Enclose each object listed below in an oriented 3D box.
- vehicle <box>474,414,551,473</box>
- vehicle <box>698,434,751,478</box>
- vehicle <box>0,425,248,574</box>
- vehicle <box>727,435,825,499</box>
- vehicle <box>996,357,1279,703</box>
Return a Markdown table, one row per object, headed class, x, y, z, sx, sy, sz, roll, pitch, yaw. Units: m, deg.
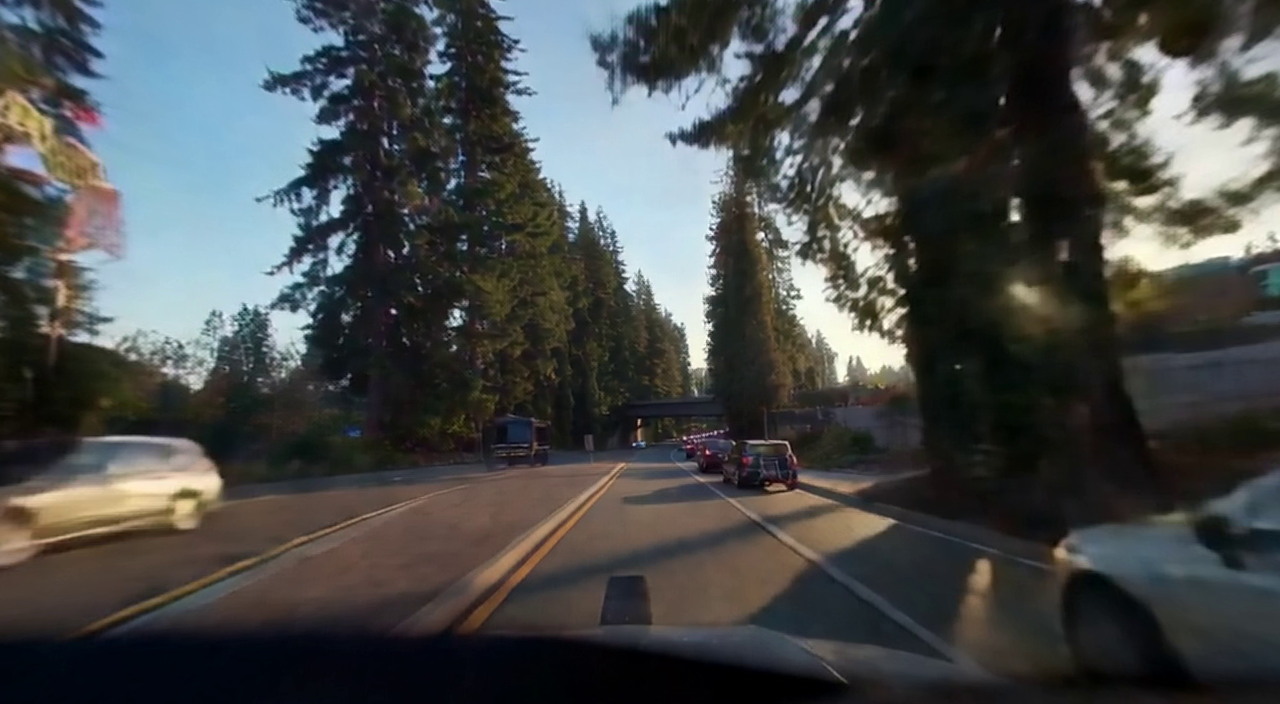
| class | x | y | z | sx | sy | sz | roll | pitch | yaw |
| --- | --- | --- | --- | --- | --- | --- | --- | --- | --- |
| vehicle | -6.005 | 4.437 | 30.526 | 2.273 | 2.556 | 5.337 | -1 | -8 | 4 |
| vehicle | 3.943 | 4.928 | 30.144 | 1.985 | 1.895 | 4.496 | 0 | -8 | 1 |
| vehicle | -7.327 | 1.758 | 8.122 | 1.846 | 1.498 | 3.886 | -1 | -8 | 4 |
| vehicle | 3.950 | 3.406 | 19.073 | 1.972 | 1.682 | 4.397 | 0 | -8 | 0 |
| vehicle | 3.395 | 0.833 | 2.172 | 1.868 | 1.694 | 4.184 | 0 | -8 | 0 |
